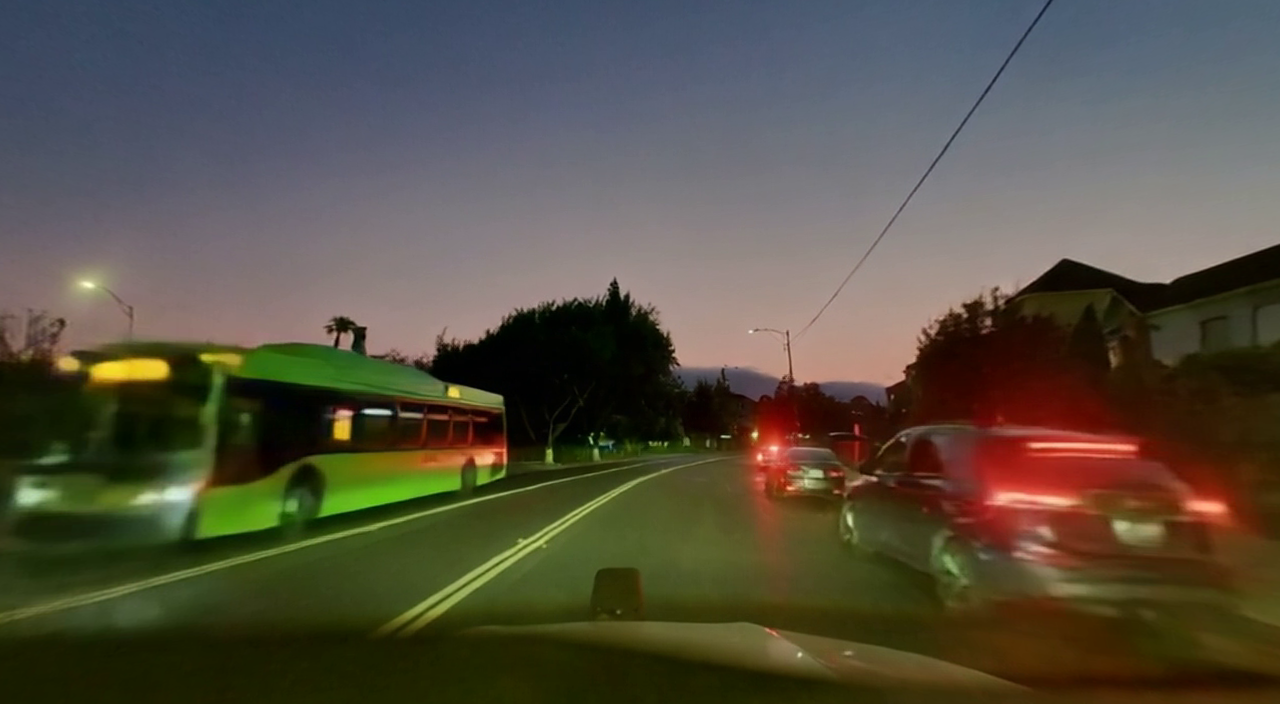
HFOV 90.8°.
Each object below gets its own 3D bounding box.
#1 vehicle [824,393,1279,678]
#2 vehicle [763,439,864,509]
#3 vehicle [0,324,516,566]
[{"bbox_3d":[3.133,1.347,5.669,1.984,1.601,3.994,0,-9,4],"label":"vehicle"},{"bbox_3d":[3.973,2.831,15.031,1.665,1.425,3.727,-1,-9,6],"label":"vehicle"},{"bbox_3d":[-6.621,2.205,14.962,3.577,3.168,13.108,-1,-9,5],"label":"vehicle"}]
